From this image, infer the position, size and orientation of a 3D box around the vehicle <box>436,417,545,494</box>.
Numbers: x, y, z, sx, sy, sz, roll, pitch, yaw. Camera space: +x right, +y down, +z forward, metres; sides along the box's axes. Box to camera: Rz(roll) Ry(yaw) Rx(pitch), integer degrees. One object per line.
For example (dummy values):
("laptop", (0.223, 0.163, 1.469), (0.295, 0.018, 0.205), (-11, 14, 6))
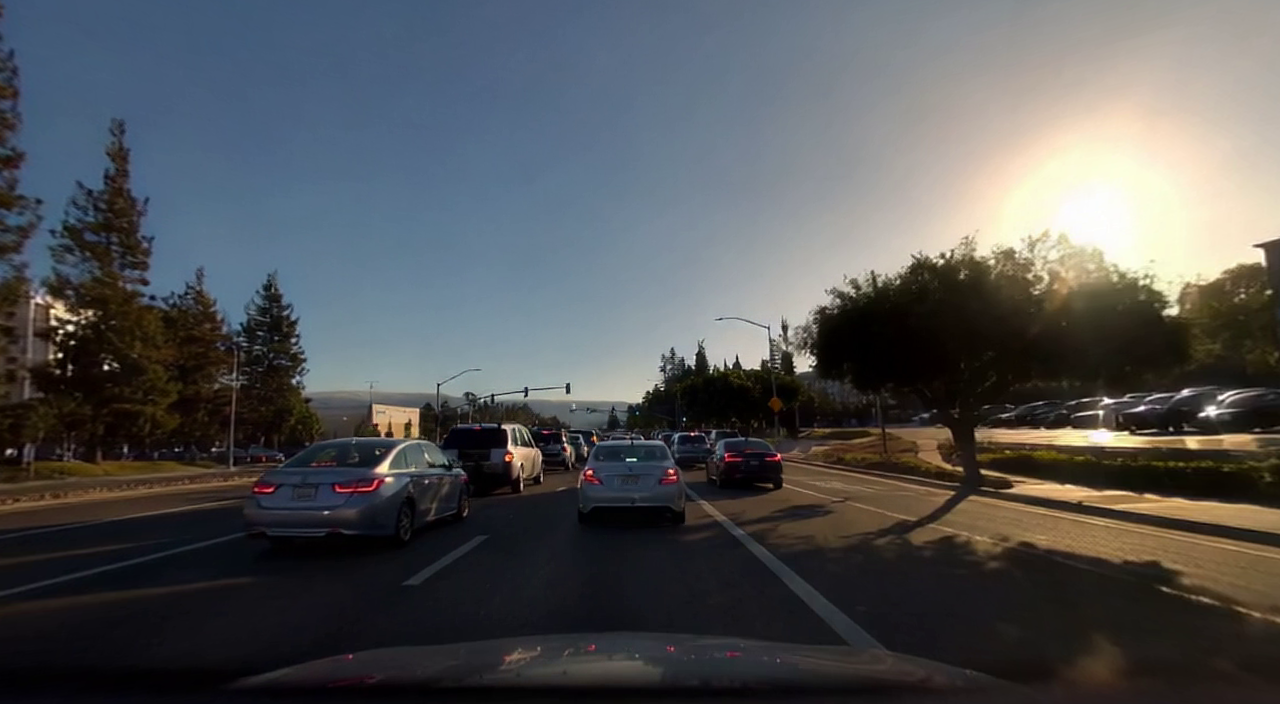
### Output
("vehicle", (-4.031, 2.890, 17.853), (2.054, 1.881, 4.469), (0, -8, -1))

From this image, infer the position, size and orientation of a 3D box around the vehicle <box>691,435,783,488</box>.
("vehicle", (2.846, 3.341, 19.624), (1.978, 1.452, 4.381), (0, -8, -2))

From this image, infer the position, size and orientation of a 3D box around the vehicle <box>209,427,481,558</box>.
("vehicle", (-3.864, 1.904, 9.295), (1.985, 1.467, 4.224), (0, -8, 0))

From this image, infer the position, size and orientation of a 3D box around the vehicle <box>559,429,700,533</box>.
("vehicle", (-0.216, 2.142, 11.089), (2.007, 1.467, 4.059), (0, -8, -2))
